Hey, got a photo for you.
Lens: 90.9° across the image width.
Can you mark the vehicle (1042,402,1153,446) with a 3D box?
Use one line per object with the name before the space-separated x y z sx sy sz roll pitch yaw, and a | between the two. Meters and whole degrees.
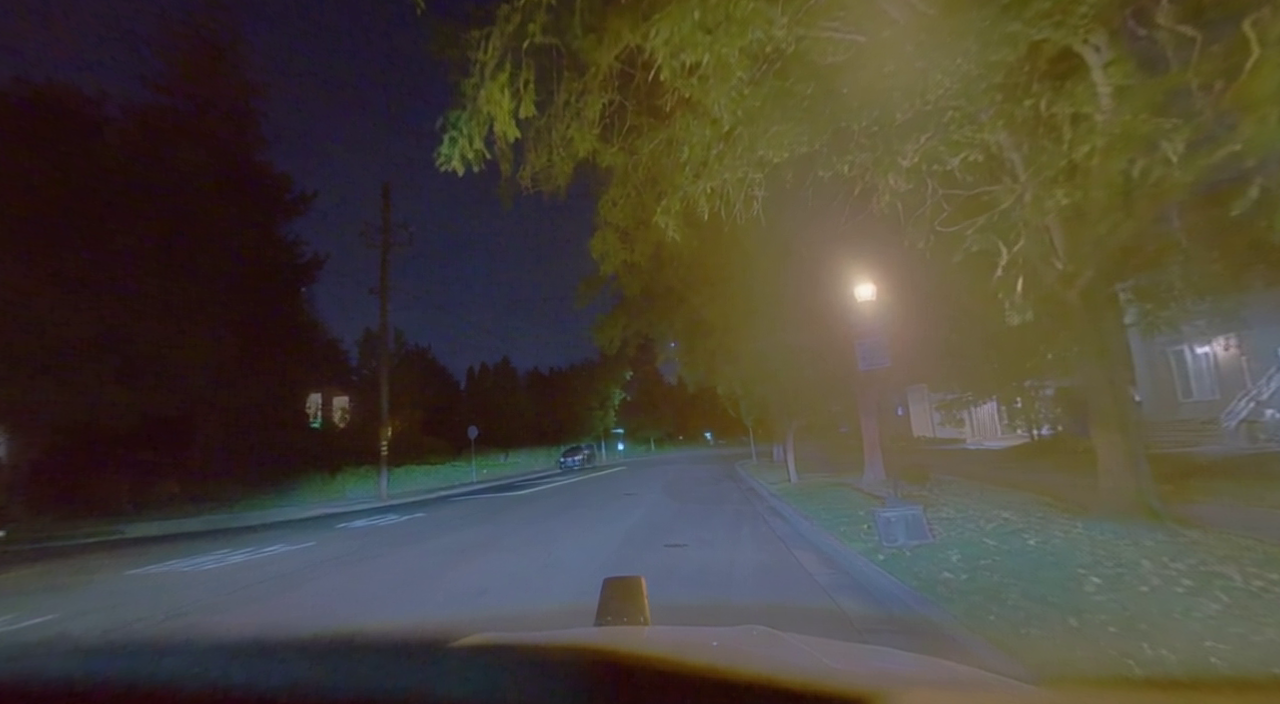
vehicle | 18.501 3.009 25.762 1.806 1.481 4.671 -6 -9 12
